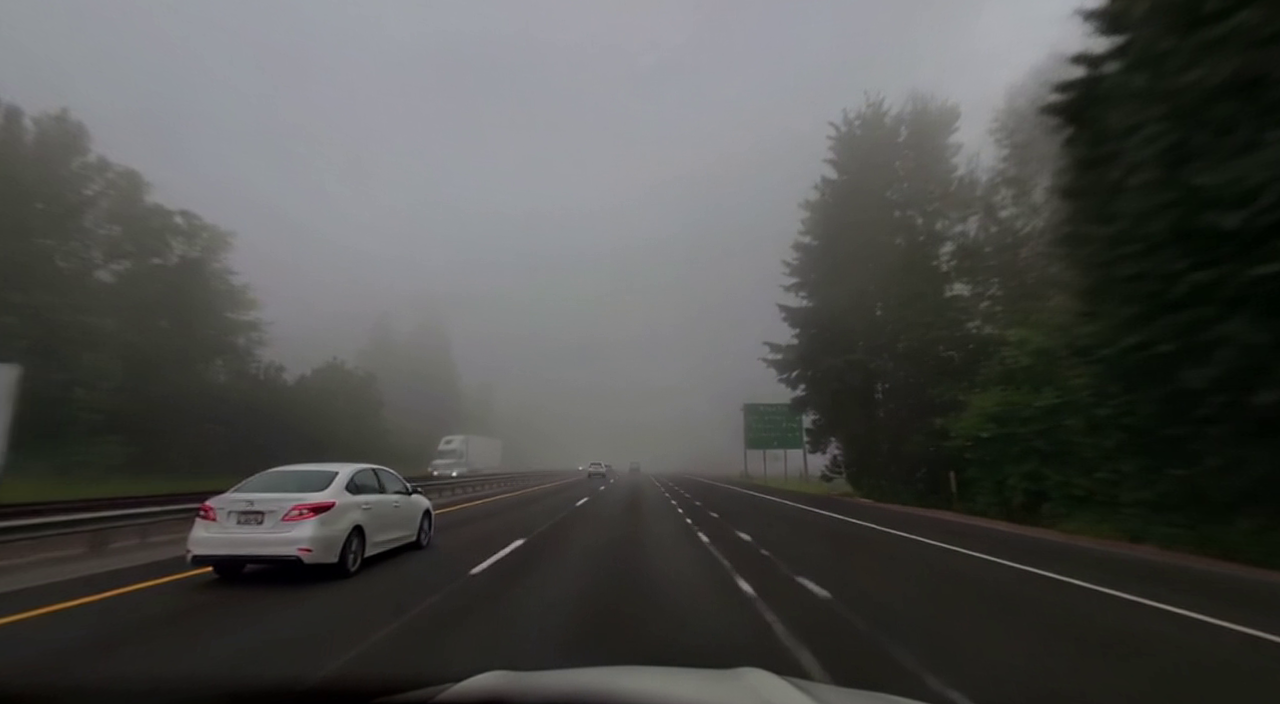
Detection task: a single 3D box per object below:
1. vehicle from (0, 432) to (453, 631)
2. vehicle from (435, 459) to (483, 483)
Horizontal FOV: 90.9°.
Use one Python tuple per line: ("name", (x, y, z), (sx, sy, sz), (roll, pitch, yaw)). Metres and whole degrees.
("vehicle", (-3.798, 1.754, 7.009), (1.998, 1.427, 4.462), (1, -10, 0))
("vehicle", (-12.091, 7.957, 42.339), (1.852, 1.479, 4.517), (1, -10, 0))
